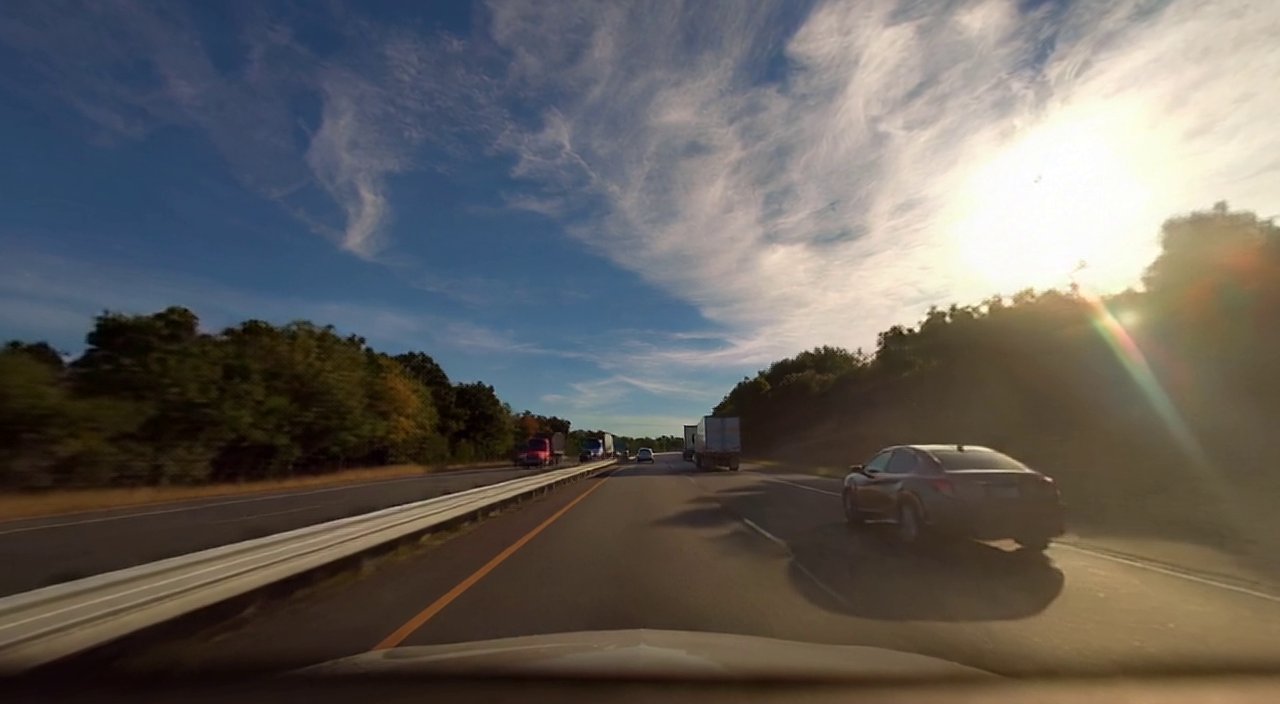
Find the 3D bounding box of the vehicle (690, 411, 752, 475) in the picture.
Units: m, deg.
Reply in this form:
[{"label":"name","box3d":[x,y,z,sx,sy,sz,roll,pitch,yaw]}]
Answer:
[{"label":"vehicle","box3d":[4.986,5.983,41.145,2.866,3.558,11.674,0,-9,2]}]

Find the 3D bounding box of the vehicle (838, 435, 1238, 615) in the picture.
[{"label":"vehicle","box3d":[3.897,1.727,7.214,1.893,1.442,4.039,0,-9,0]}]
